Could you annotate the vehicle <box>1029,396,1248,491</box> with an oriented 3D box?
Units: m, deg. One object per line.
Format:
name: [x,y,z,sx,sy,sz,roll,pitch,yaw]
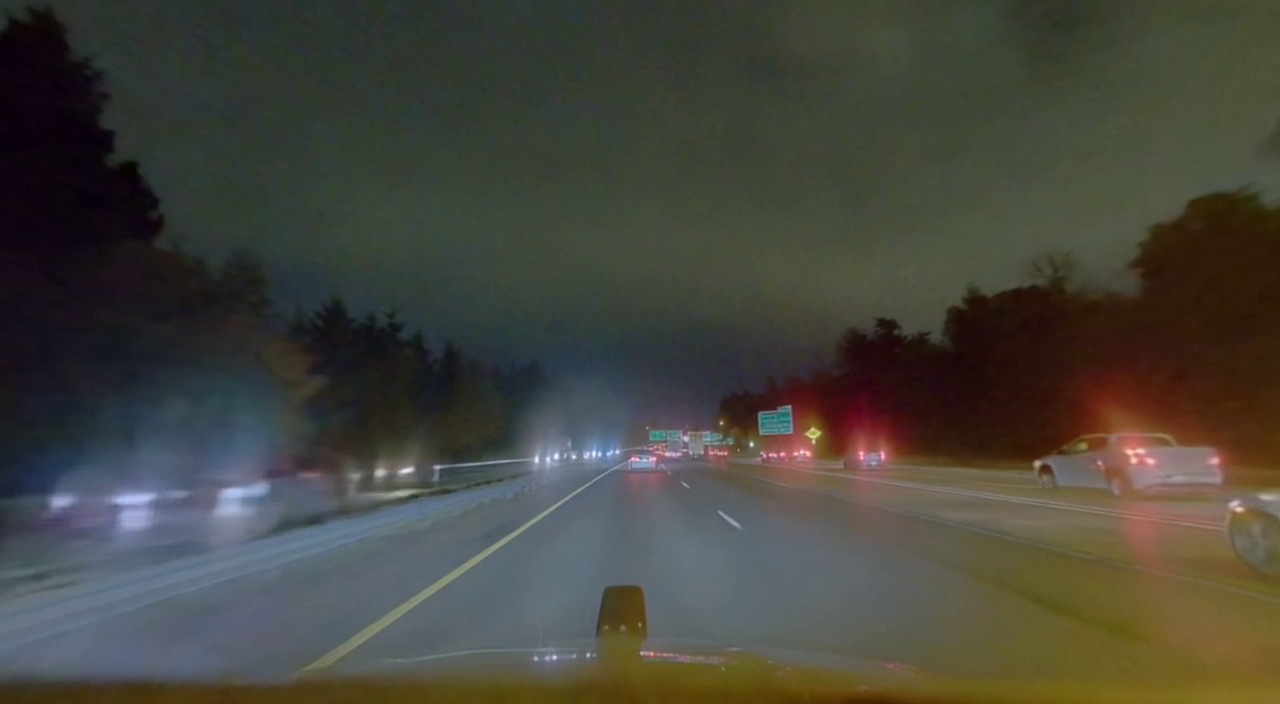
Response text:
vehicle: [14.505,2.768,18.932,2.115,2.446,5.323,0,-9,0]

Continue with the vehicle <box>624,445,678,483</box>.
vehicle: [0.457,4.920,27.957,2.177,1.520,4.278,0,-9,0]

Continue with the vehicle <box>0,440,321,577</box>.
vehicle: [-7.020,2.231,9.766,1.962,1.631,4.070,0,-9,0]
